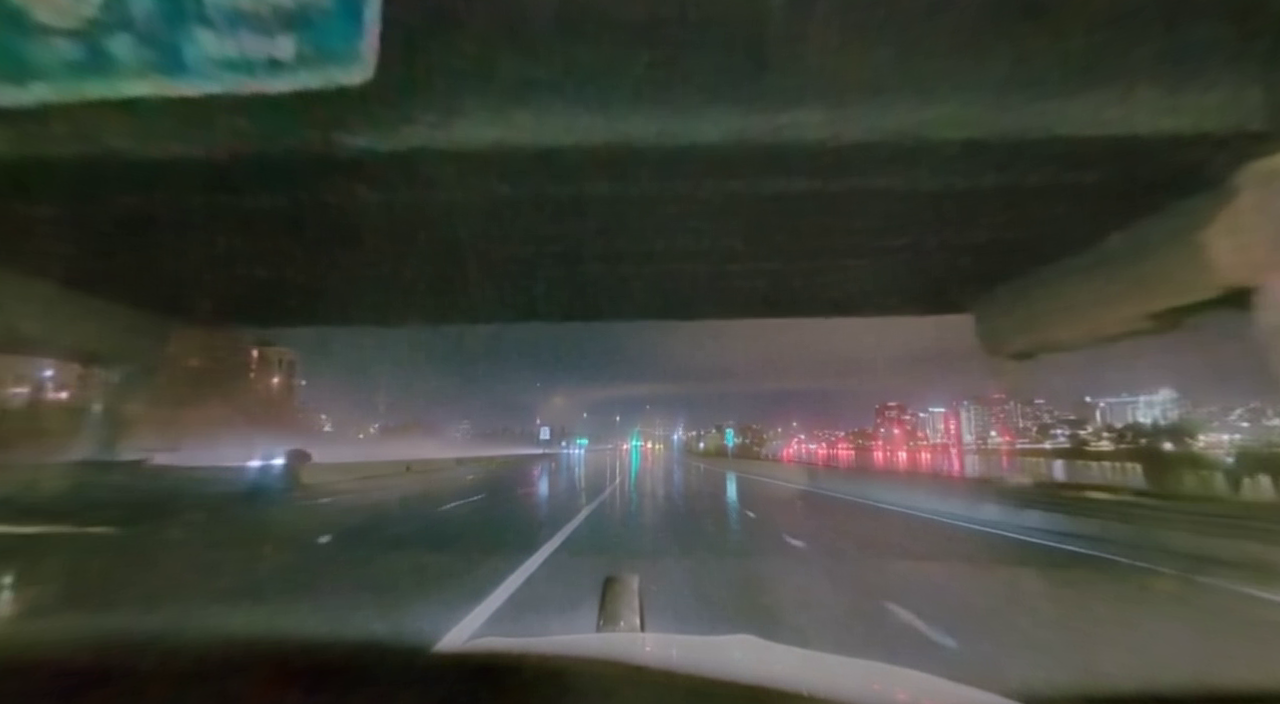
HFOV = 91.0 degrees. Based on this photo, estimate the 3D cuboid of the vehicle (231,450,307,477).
[{"bbox_3d":[-22.320,6.701,38.081,1.878,1.506,4.380,-1,-9,1],"label":"vehicle"}]
